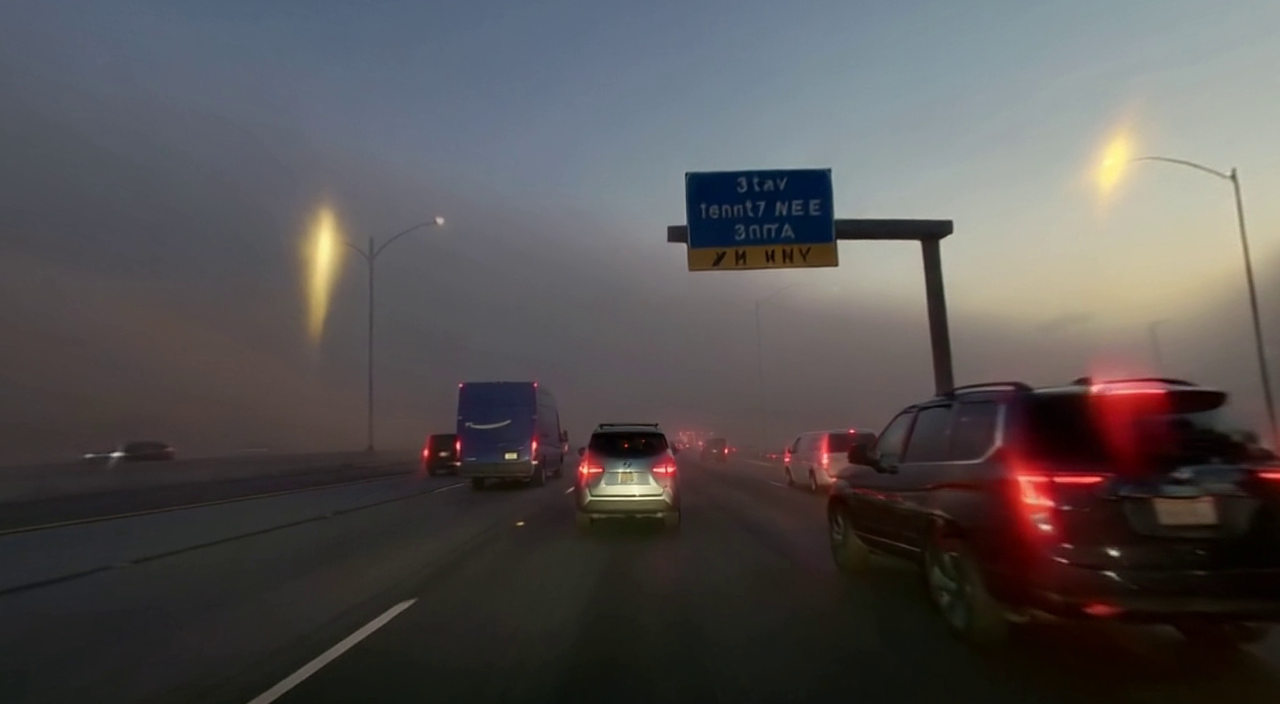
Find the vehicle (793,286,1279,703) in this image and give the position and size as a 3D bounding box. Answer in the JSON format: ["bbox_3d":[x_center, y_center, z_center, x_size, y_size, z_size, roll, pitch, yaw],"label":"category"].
[{"bbox_3d":[3.033,1.072,4.839,2.341,1.890,5.144,1,-9,-1],"label":"vehicle"}]

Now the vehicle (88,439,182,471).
[{"bbox_3d":[-26.370,5.384,33.027,1.684,1.517,3.805,0,-9,1],"label":"vehicle"}]

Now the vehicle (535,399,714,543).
[{"bbox_3d":[-0.194,1.861,10.346,2.287,1.823,4.369,0,-8,0],"label":"vehicle"}]

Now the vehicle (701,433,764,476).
[{"bbox_3d":[3.941,4.458,27.582,2.064,1.720,4.416,0,-8,0],"label":"vehicle"}]

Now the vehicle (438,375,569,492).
[{"bbox_3d":[-3.701,2.483,18.765,2.415,2.821,6.636,1,-9,0],"label":"vehicle"}]
